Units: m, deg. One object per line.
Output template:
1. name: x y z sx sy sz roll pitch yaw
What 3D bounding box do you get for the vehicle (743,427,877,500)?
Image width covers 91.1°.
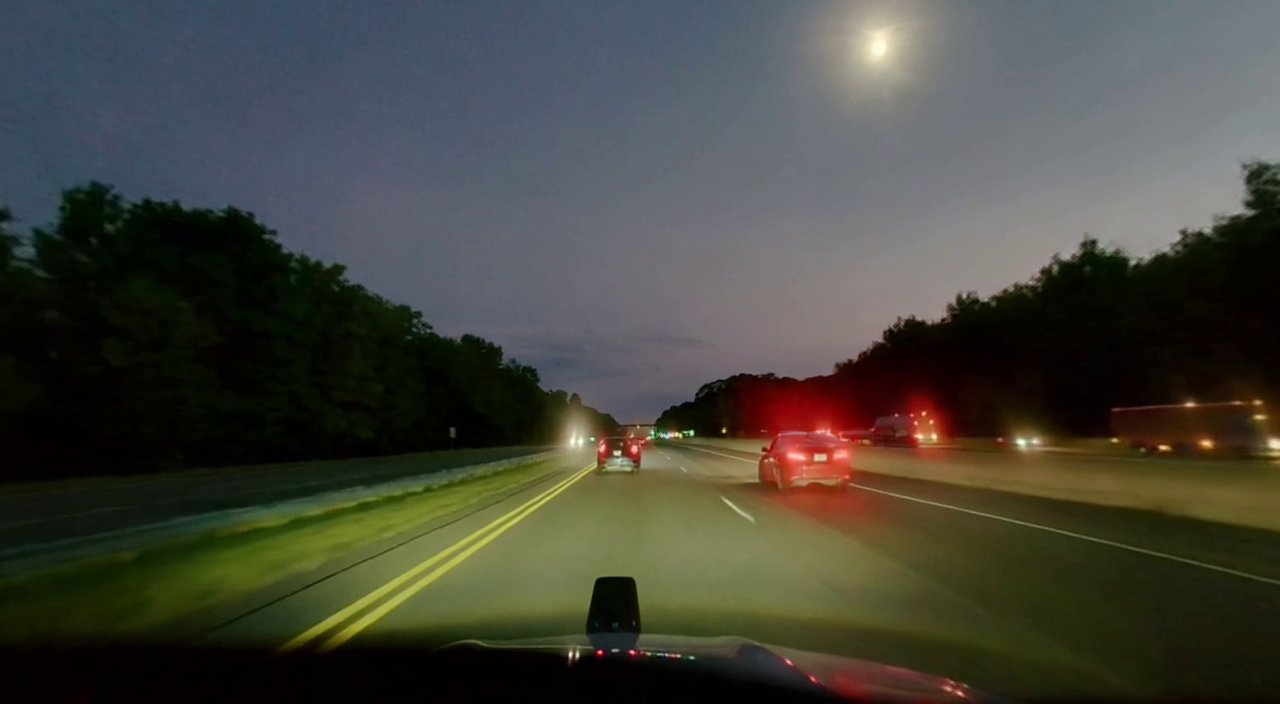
1. vehicle: 3.935 2.633 15.430 2.010 1.508 4.285 0 -8 -1

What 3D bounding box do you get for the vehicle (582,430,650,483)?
1. vehicle: -0.673 3.198 19.619 1.897 1.479 3.724 0 -8 0

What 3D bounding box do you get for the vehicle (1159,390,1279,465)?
1. vehicle: 33.617 4.118 34.069 2.989 3.754 9.173 1 -7 -1
